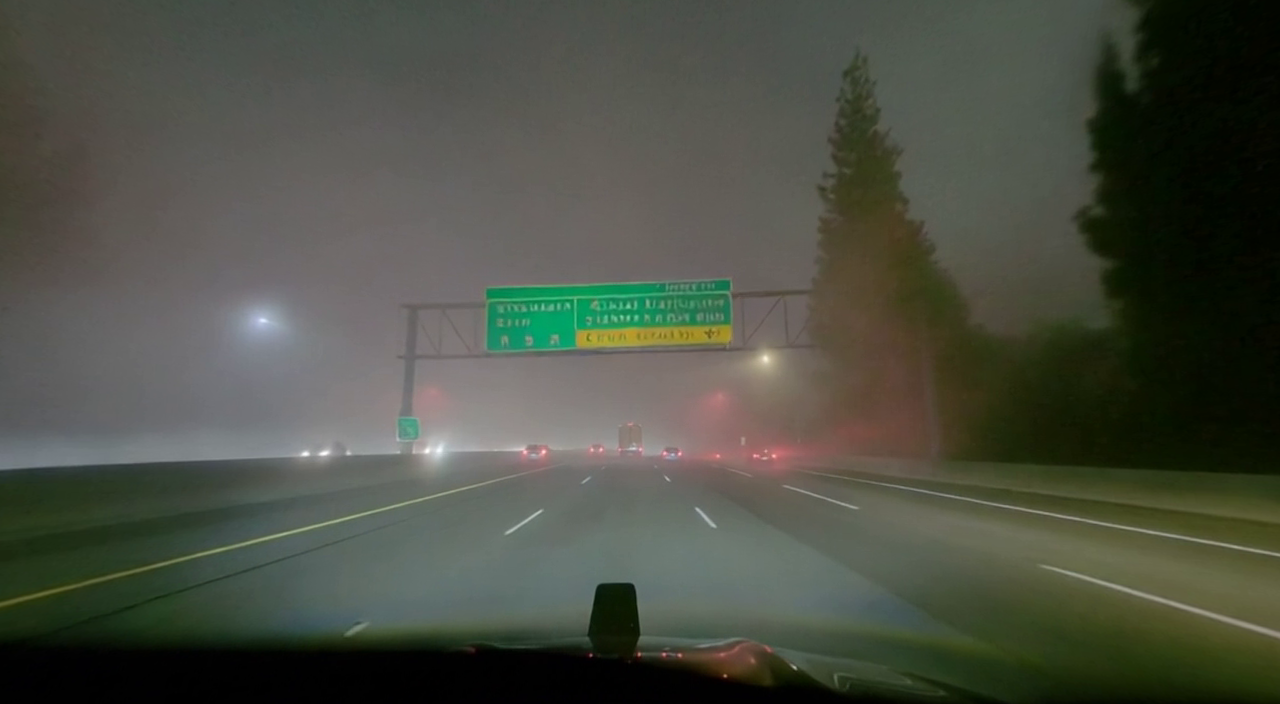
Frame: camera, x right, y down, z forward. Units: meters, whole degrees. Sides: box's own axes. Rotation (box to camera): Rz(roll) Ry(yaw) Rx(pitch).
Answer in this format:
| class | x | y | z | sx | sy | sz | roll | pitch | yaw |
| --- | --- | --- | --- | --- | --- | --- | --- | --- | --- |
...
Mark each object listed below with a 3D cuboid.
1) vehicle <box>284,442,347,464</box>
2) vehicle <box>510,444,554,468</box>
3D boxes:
| class | x | y | z | sx | sy | sz | roll | pitch | yaw |
| --- | --- | --- | --- | --- | --- | --- | --- | --- | --- |
| vehicle | -22.819 | 7.126 | 44.674 | 1.885 | 1.477 | 4.762 | -1 | -9 | 1 |
| vehicle | -7.341 | 7.097 | 43.312 | 2.117 | 1.518 | 4.930 | -1 | -9 | 1 |
